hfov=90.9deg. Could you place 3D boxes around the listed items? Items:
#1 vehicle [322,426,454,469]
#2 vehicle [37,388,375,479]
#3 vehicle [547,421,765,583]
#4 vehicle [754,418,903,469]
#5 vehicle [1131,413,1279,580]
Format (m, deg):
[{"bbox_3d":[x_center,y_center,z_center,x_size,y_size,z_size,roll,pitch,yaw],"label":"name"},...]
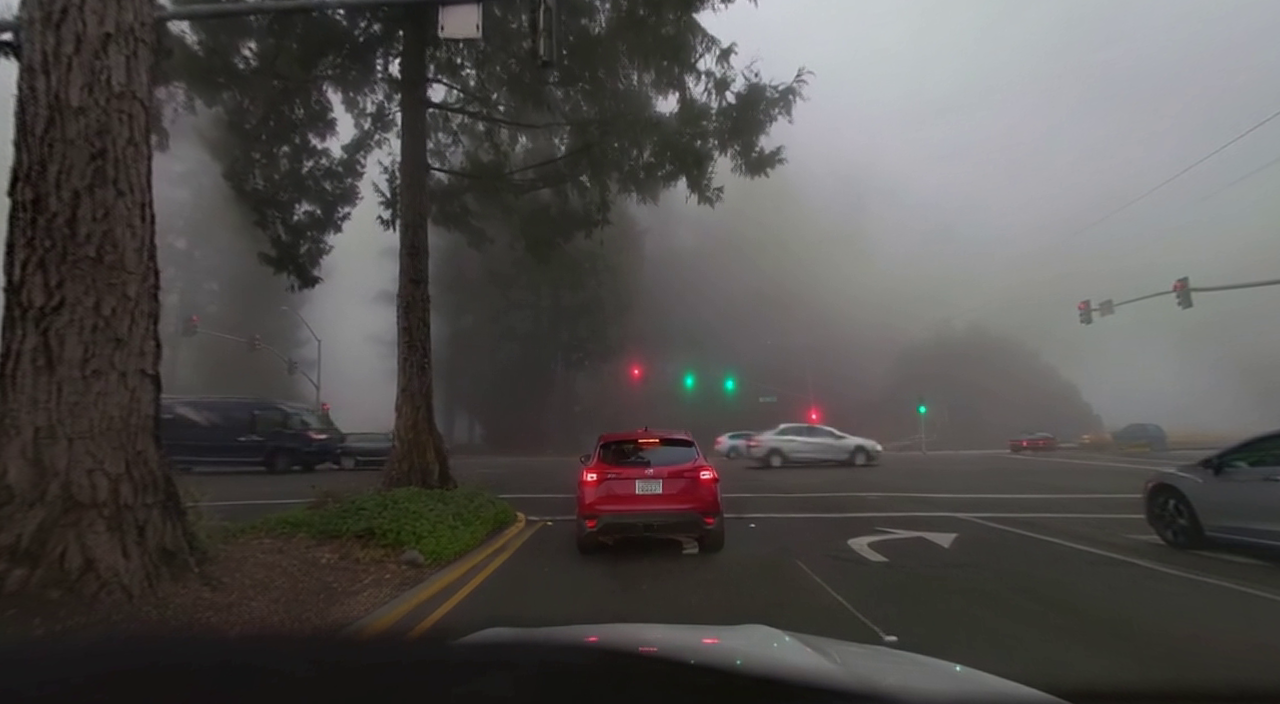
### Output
[{"bbox_3d":[-10.833,4.138,27.362,4.833,1.784,2.027,0,-8,1],"label":"vehicle"},{"bbox_3d":[-15.925,3.102,23.749,10.544,3.126,2.909,-1,-8,1],"label":"vehicle"},{"bbox_3d":[0.108,1.689,7.882,2.041,1.485,3.813,0,-8,-1],"label":"vehicle"},{"bbox_3d":[6.932,3.434,23.652,4.921,1.757,2.036,0,-8,1],"label":"vehicle"},{"bbox_3d":[7.070,1.316,5.613,1.901,1.577,4.348,0,-8,1],"label":"vehicle"}]
